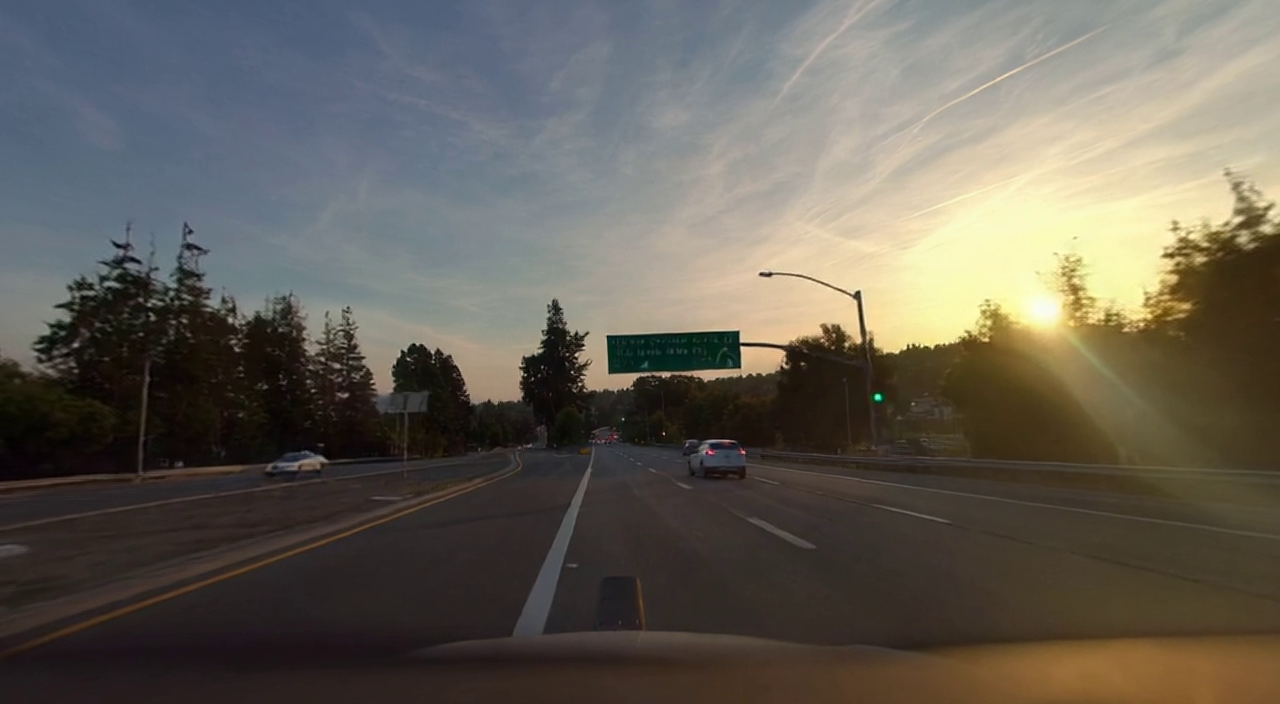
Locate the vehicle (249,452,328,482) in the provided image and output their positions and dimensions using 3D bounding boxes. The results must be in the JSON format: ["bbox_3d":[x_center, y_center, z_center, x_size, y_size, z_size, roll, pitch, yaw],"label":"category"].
[{"bbox_3d":[-19.880,6.480,35.856,2.059,1.509,4.608,0,-9,-4],"label":"vehicle"}]

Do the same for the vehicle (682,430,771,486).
[{"bbox_3d":[2.813,3.610,21.706,2.066,1.683,4.675,1,-9,-5],"label":"vehicle"}]
